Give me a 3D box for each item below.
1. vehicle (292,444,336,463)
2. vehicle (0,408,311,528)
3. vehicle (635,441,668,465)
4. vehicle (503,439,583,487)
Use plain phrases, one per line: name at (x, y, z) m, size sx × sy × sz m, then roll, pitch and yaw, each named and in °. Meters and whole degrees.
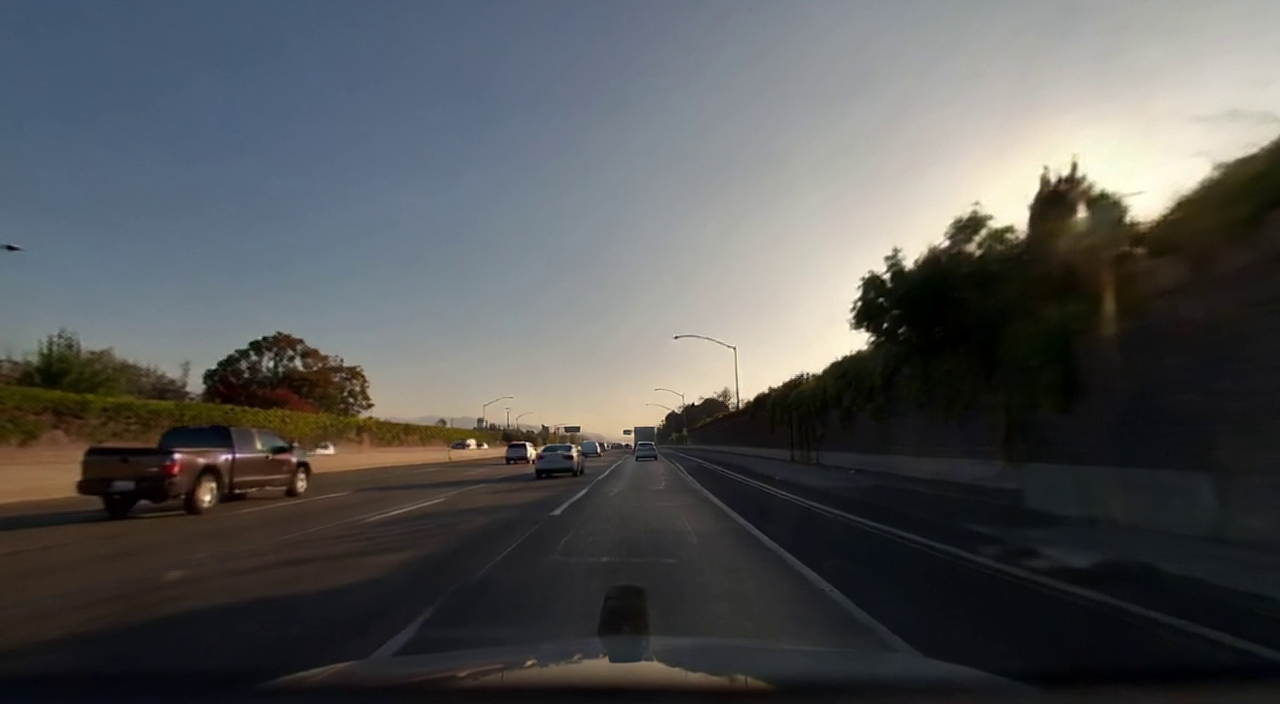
vehicle at (-25.264, 7.844, 48.963) m, size 1.534 × 1.418 × 3.461 m, roll -1°, pitch -8°, yaw 1°
vehicle at (-9.915, 2.405, 13.724) m, size 2.339 × 2.018 × 5.790 m, roll 0°, pitch -8°, yaw 0°
vehicle at (0.726, 6.633, 41.561) m, size 2.073 × 1.480 × 4.343 m, roll 0°, pitch -8°, yaw 0°
vehicle at (-3.197, 3.743, 21.630) m, size 2.056 × 1.480 × 4.022 m, roll 0°, pitch -8°, yaw 1°
